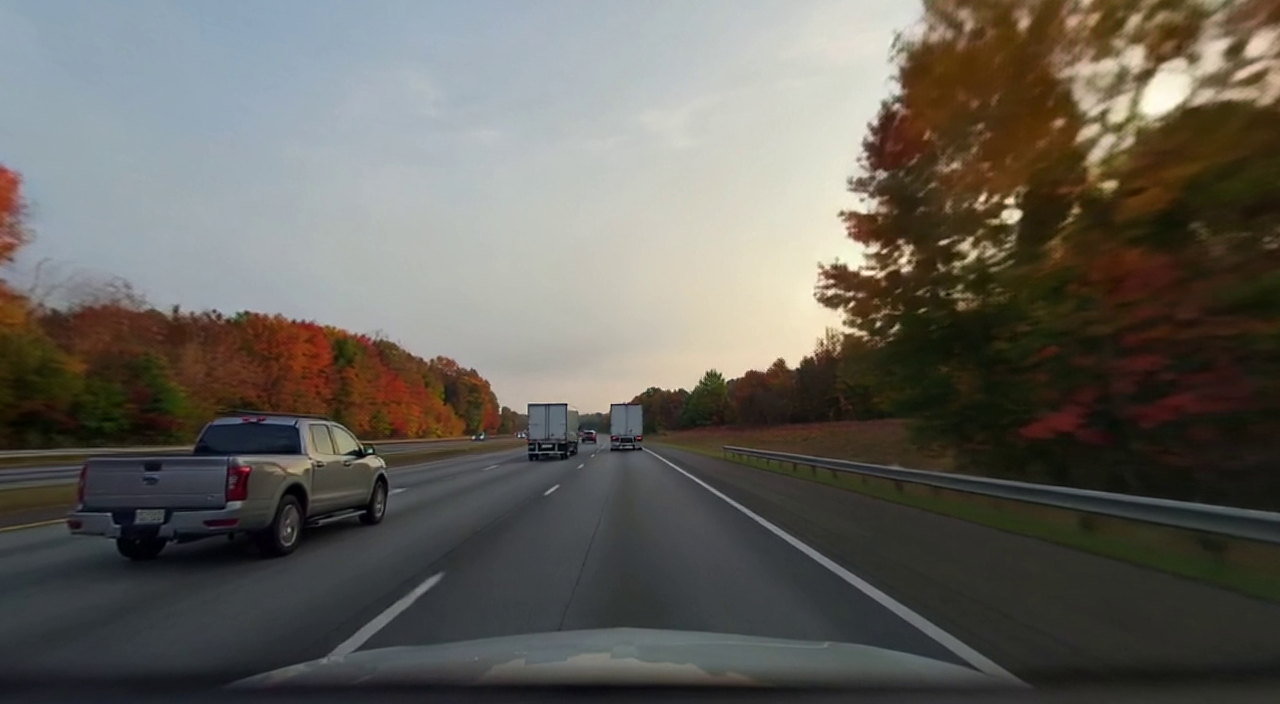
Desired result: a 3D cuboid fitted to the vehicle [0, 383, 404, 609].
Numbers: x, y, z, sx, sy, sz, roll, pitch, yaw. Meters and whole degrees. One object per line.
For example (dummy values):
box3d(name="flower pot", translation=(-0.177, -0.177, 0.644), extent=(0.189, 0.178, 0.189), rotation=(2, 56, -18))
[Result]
box3d(name="vehicle", translation=(-4.515, 1.364, 6.967), extent=(2.089, 1.669, 4.515), rotation=(0, -8, -1))

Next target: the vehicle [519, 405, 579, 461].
box3d(name="vehicle", translation=(-4.765, 4.376, 33.957), extent=(2.383, 2.726, 5.677), rotation=(0, -8, 0))
